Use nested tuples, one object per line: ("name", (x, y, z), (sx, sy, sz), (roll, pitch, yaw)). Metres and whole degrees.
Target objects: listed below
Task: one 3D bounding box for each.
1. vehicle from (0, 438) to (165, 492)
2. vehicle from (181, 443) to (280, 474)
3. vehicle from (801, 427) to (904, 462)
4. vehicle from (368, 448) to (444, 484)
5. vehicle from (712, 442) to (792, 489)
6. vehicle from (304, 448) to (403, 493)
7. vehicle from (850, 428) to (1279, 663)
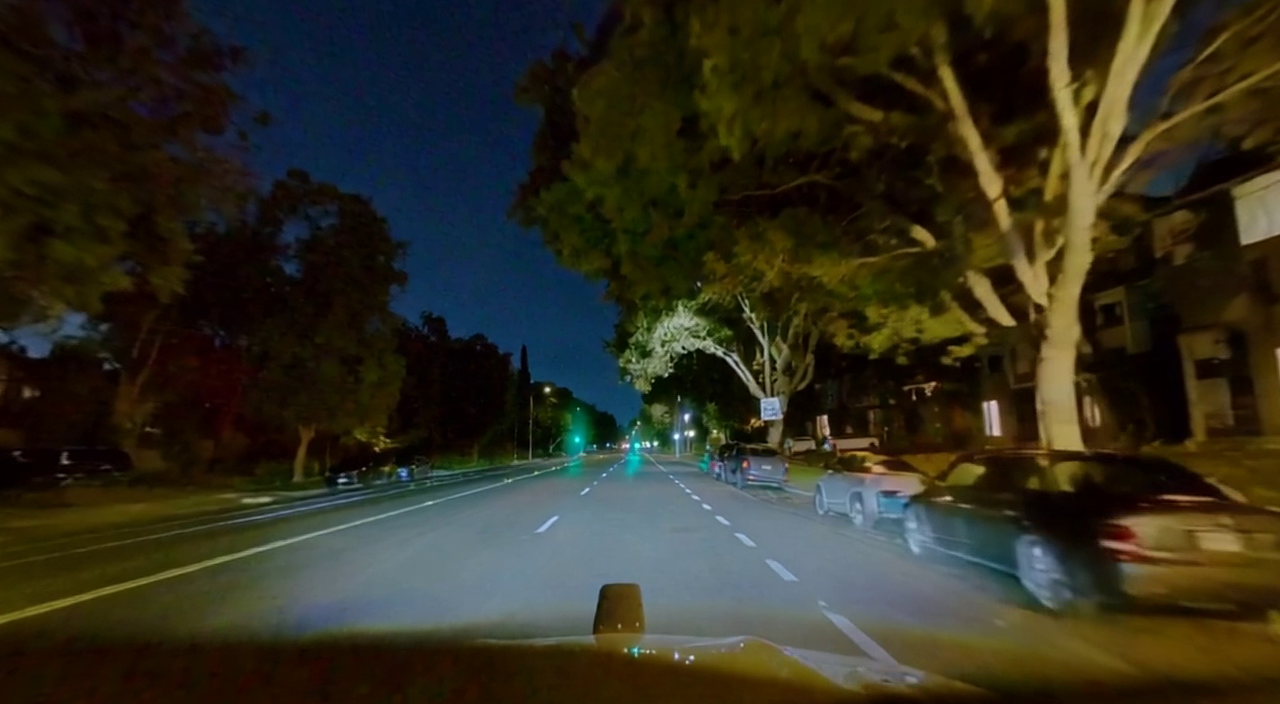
("vehicle", (-20.033, 3.903, 22.001), (5.216, 1.780, 2.045), (0, -9, -1))
("vehicle", (-23.892, 6.205, 37.015), (4.304, 1.755, 2.047), (0, -9, -1))
("vehicle", (12.687, 5.546, 37.983), (5.279, 2.003, 2.233), (0, -9, -2))
("vehicle", (-11.015, 5.354, 30.119), (1.883, 1.565, 4.696), (0, -9, -1))
("vehicle", (3.887, 4.020, 22.799), (2.002, 1.493, 4.652), (0, -9, -1))
("vehicle", (-11.021, 4.552, 24.674), (1.895, 1.551, 4.229), (0, -9, 0))
("vehicle", (4.081, 1.609, 6.509), (1.997, 1.510, 4.555), (0, -9, -4))
